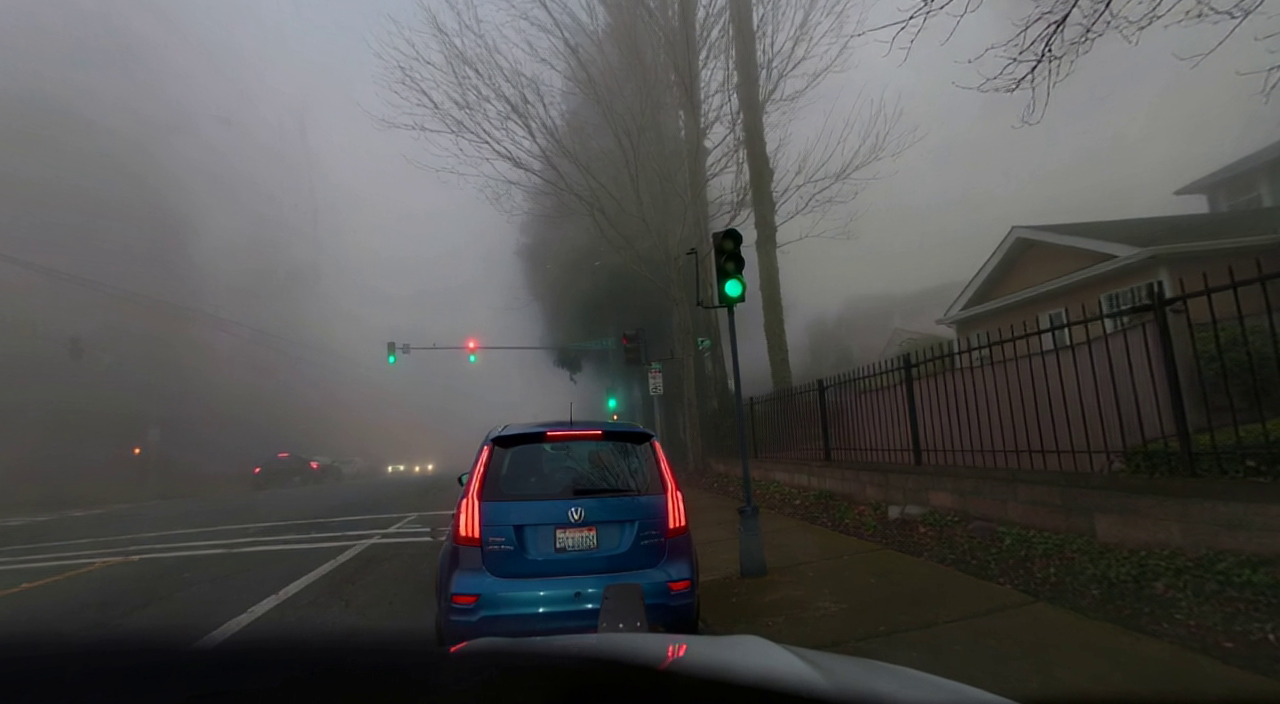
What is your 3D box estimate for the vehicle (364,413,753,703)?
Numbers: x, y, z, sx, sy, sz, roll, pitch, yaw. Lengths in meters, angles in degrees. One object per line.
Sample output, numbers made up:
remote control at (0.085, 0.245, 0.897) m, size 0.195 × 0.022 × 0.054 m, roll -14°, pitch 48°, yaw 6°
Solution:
vehicle at (-0.670, 1.359, 5.223) m, size 2.024 × 1.502 × 3.702 m, roll 1°, pitch -9°, yaw -9°
